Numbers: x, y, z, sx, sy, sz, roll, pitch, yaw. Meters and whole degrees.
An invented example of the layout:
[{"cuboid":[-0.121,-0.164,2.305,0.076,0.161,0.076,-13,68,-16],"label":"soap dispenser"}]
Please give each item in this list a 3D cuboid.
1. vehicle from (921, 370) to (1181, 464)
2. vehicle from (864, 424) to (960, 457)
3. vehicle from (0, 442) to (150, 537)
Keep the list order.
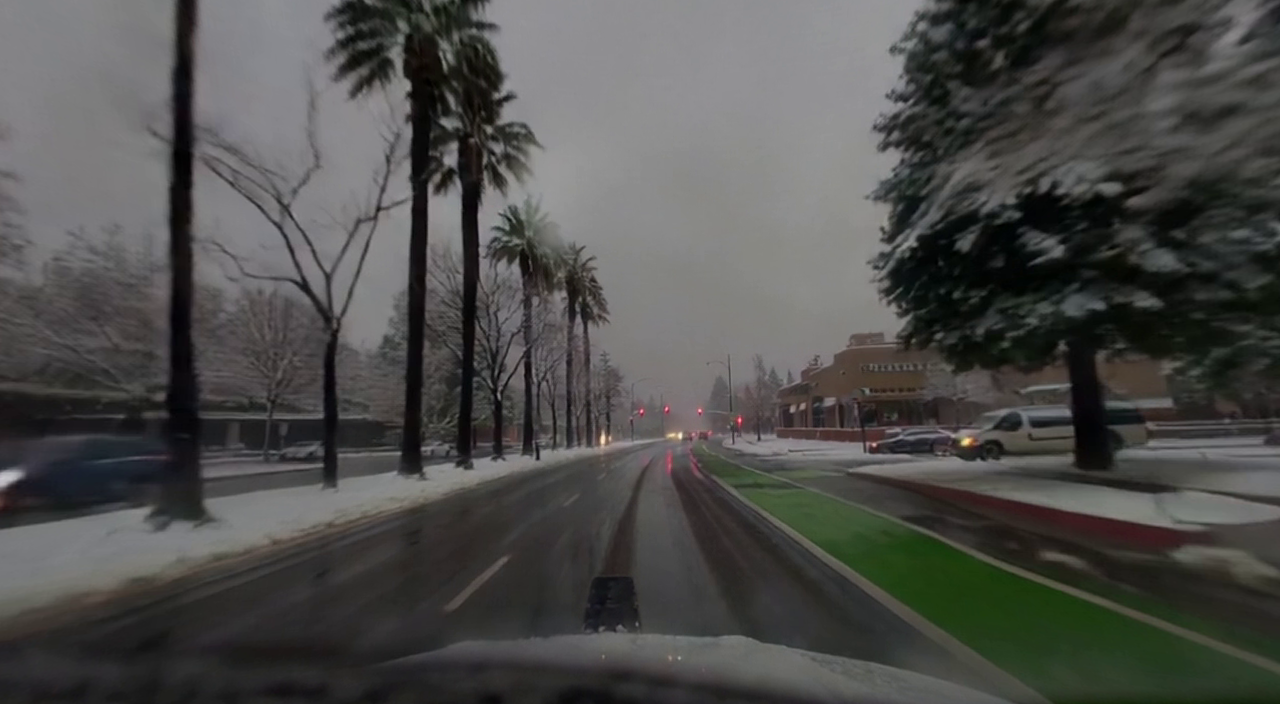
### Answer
[{"cuboid":[14.603,2.390,22.814,7.635,3.131,2.691,0,-8,-6],"label":"vehicle"},{"cuboid":[14.720,4.852,34.457,4.601,1.696,1.977,-4,-9,21],"label":"vehicle"},{"cuboid":[-11.108,2.305,10.856,1.925,1.492,4.200,0,-8,1],"label":"vehicle"}]
